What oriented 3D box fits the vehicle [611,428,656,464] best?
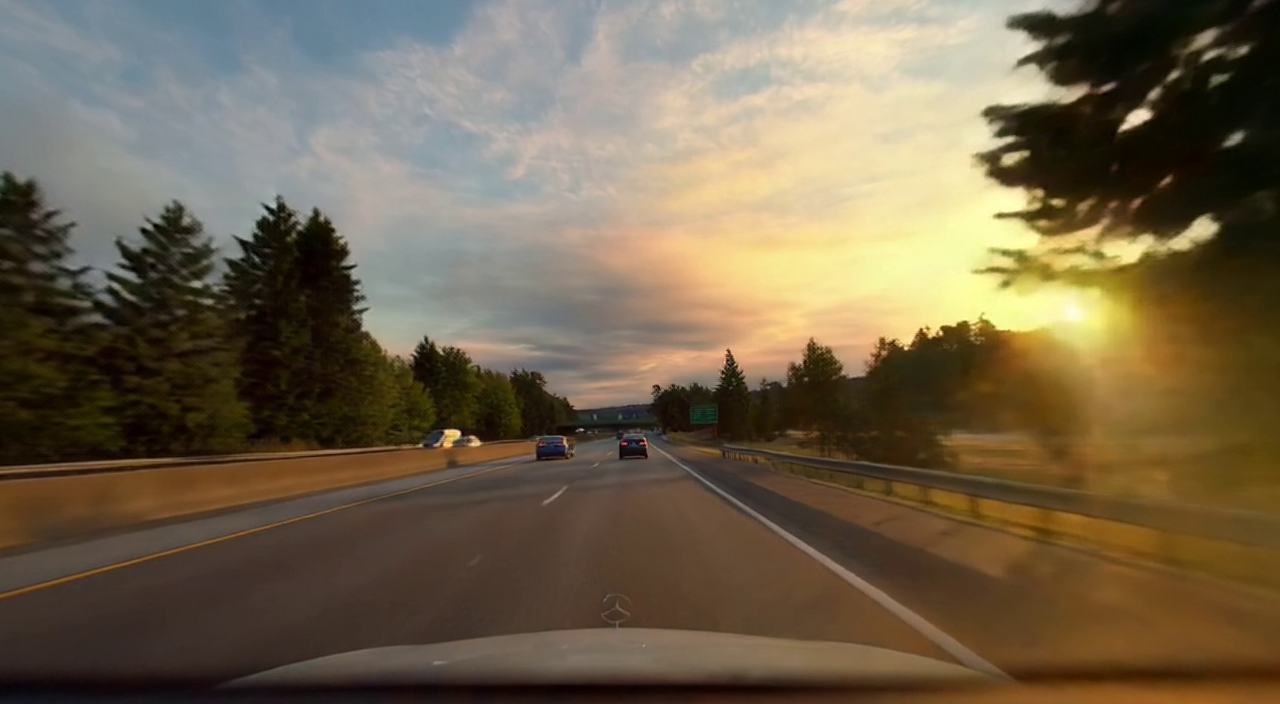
[{"bbox_3d":[-0.307,4.709,31.750,2.134,1.654,4.174,0,-8,0],"label":"vehicle"}]

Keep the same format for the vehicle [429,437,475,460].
[{"bbox_3d":[-12.985,6.668,43.776,1.888,1.432,4.235,0,-8,0],"label":"vehicle"}]

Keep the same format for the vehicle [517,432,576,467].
[{"bbox_3d":[-4.149,4.401,28.707,2.030,1.491,4.046,0,-8,1],"label":"vehicle"}]
